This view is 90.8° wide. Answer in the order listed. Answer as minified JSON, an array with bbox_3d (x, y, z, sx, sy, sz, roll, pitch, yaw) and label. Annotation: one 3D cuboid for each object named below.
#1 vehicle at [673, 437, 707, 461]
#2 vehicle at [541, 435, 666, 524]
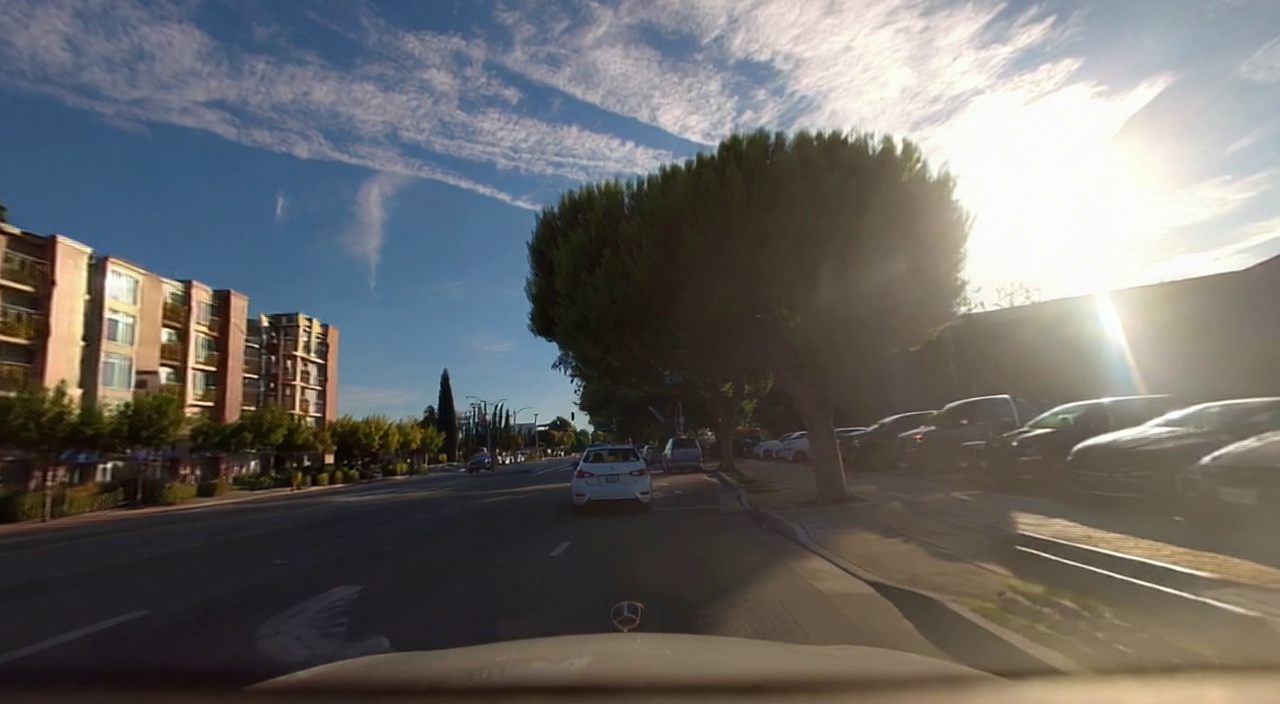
[{"bbox_3d":[3.258,6.446,41.908,1.972,1.484,3.974,0,-8,1],"label":"vehicle"},{"bbox_3d":[-0.733,2.498,12.984,2.116,1.479,4.358,0,-9,-3],"label":"vehicle"}]
